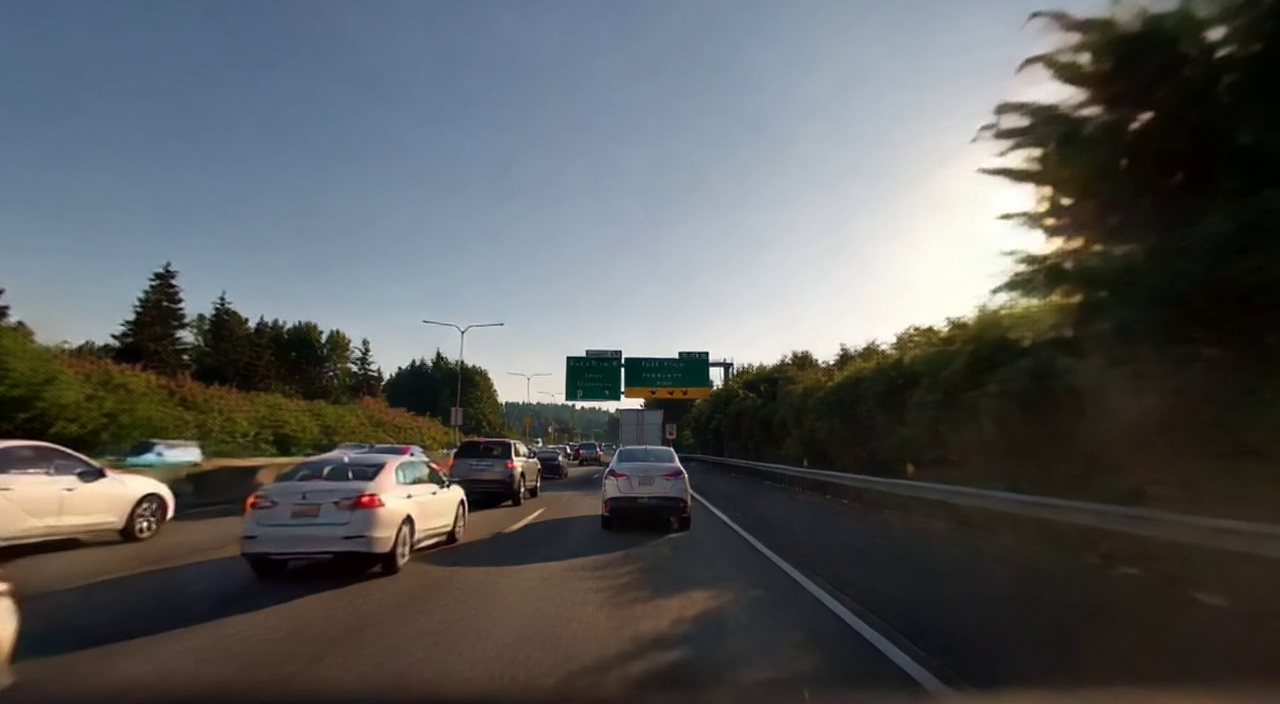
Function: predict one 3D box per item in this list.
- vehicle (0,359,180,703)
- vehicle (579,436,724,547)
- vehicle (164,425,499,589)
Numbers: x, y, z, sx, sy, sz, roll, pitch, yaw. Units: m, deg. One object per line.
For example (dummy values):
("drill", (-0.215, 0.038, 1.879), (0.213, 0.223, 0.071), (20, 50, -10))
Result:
("vehicle", (-3.661, 0.663, 1.285), (2.165, 1.638, 4.317), (0, -9, 0))
("vehicle", (0.161, 2.178, 10.396), (1.995, 1.495, 3.380), (0, -9, 0))
("vehicle", (-3.336, 1.761, 8.017), (1.980, 1.491, 4.340), (0, -9, 1))
